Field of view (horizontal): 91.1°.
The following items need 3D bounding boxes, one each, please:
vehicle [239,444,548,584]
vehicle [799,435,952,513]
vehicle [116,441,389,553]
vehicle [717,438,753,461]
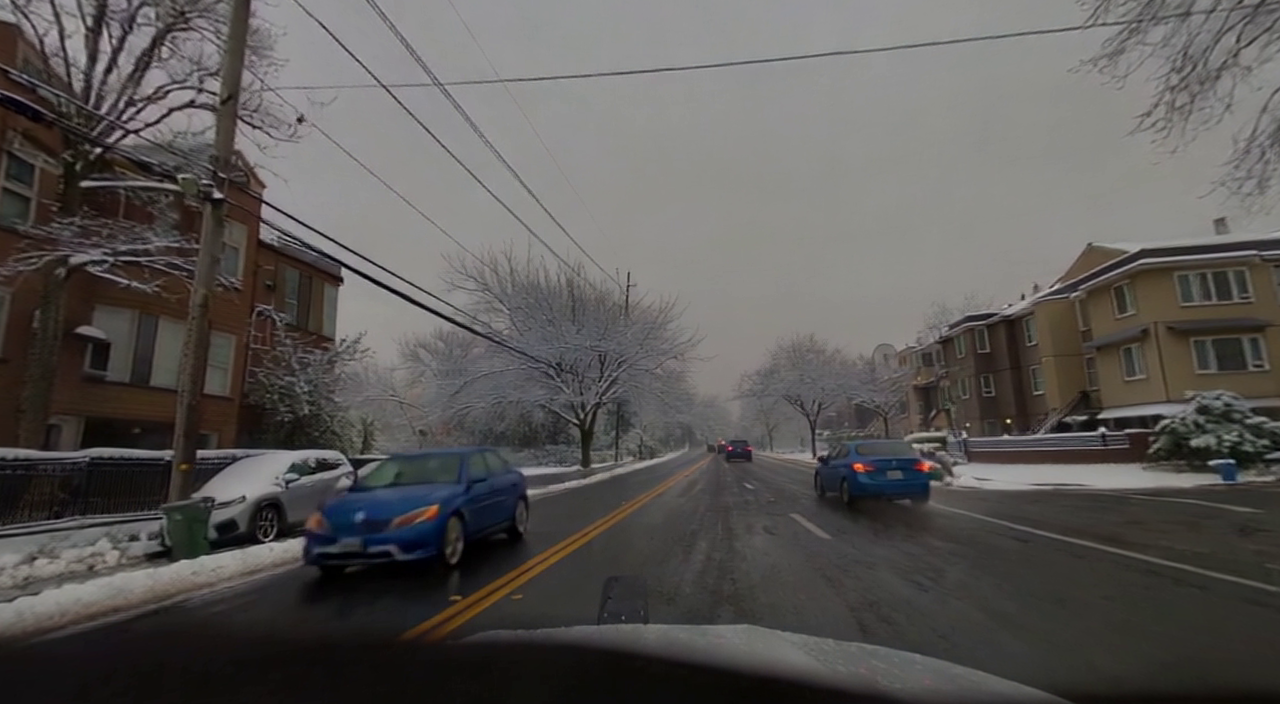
[{"bbox_3d":[-2.991,2.047,8.978,2.155,1.436,4.501,-1,-8,8],"label":"vehicle"},{"bbox_3d":[5.158,2.711,14.534,2.052,1.506,4.432,-1,-8,4],"label":"vehicle"},{"bbox_3d":[-7.443,2.766,12.877,2.381,1.825,4.652,-1,-8,4],"label":"vehicle"},{"bbox_3d":[7.425,7.643,49.381,2.306,1.719,4.805,-1,-8,3],"label":"vehicle"}]
